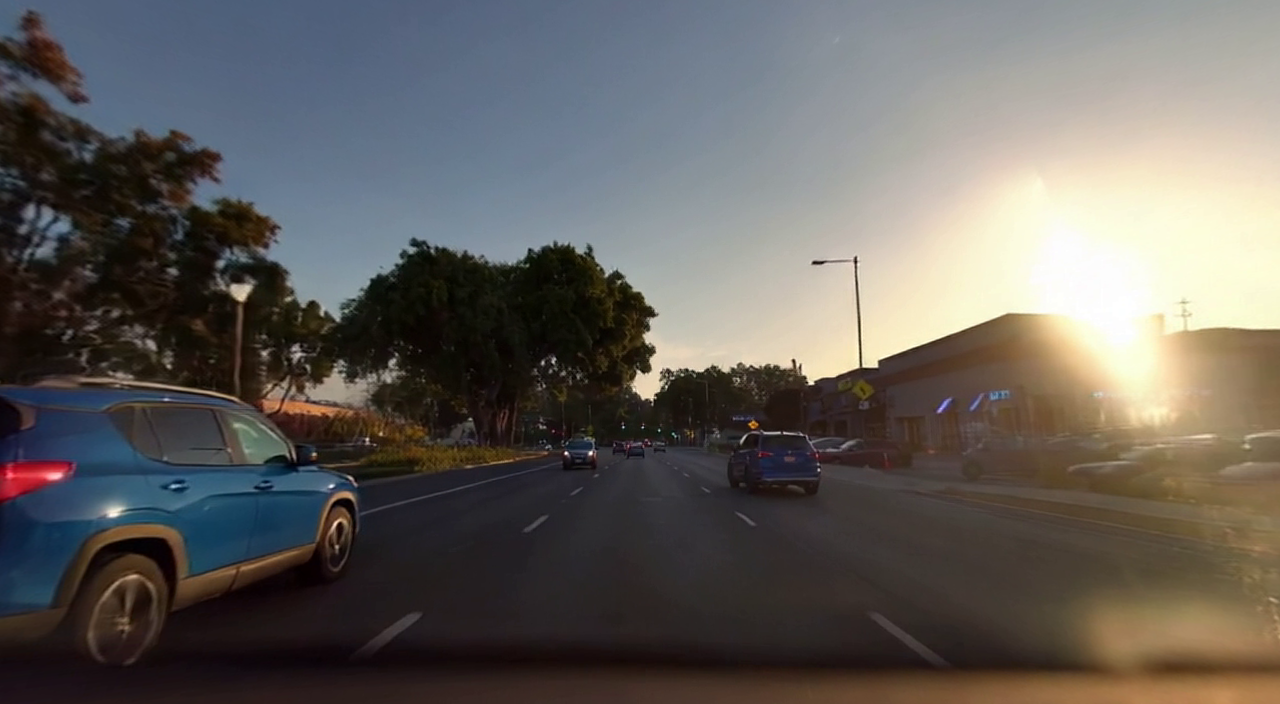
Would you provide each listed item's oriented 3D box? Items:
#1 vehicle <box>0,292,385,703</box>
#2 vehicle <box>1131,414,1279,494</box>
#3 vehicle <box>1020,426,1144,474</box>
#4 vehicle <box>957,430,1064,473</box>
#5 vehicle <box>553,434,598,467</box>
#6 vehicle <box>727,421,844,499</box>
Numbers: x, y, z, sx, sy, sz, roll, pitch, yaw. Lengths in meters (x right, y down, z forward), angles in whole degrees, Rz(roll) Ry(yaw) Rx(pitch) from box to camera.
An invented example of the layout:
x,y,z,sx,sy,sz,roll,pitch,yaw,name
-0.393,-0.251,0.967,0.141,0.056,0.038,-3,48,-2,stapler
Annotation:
x,y,z,sx,sy,sz,roll,pitch,yaw,name
-3.866,0.938,4.250,2.210,1.925,4.838,0,-8,0,vehicle
13.486,2.143,13.431,4.393,1.557,1.936,0,-8,-2,vehicle
18.205,4.055,26.270,1.944,1.815,4.419,0,-8,1,vehicle
15.578,4.191,26.821,1.897,1.662,4.504,0,-8,2,vehicle
-3.678,5.751,36.830,2.112,1.775,4.404,0,-8,1,vehicle
3.676,2.825,16.851,2.024,1.773,4.431,0,-8,0,vehicle
